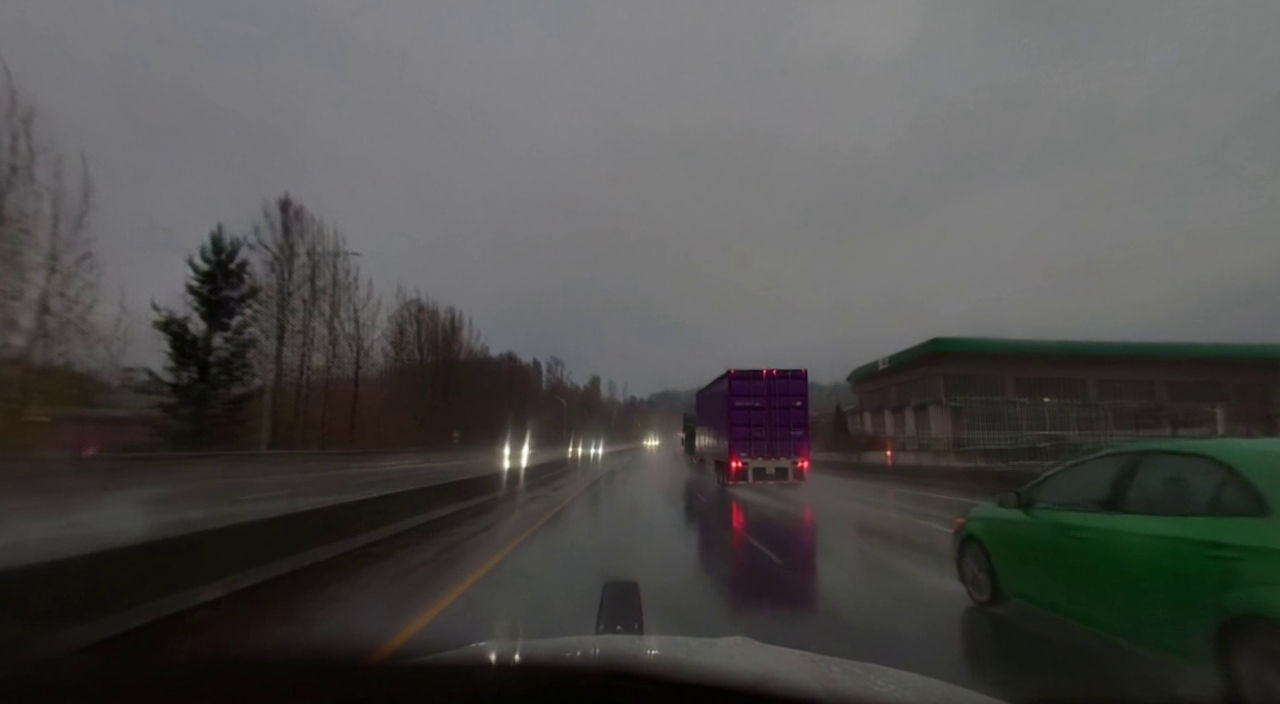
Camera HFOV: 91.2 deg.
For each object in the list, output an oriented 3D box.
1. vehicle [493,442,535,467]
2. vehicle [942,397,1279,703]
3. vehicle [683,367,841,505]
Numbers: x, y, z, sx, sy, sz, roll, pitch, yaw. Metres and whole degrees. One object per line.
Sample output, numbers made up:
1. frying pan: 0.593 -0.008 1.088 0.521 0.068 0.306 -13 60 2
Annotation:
1. vehicle: -8.923 7.280 44.706 1.955 1.683 4.168 -1 -9 3
2. vehicle: 3.584 1.082 3.328 1.971 1.558 3.834 0 -9 -1
3. vehicle: 3.659 3.262 23.591 2.916 3.563 14.462 0 -9 -1
